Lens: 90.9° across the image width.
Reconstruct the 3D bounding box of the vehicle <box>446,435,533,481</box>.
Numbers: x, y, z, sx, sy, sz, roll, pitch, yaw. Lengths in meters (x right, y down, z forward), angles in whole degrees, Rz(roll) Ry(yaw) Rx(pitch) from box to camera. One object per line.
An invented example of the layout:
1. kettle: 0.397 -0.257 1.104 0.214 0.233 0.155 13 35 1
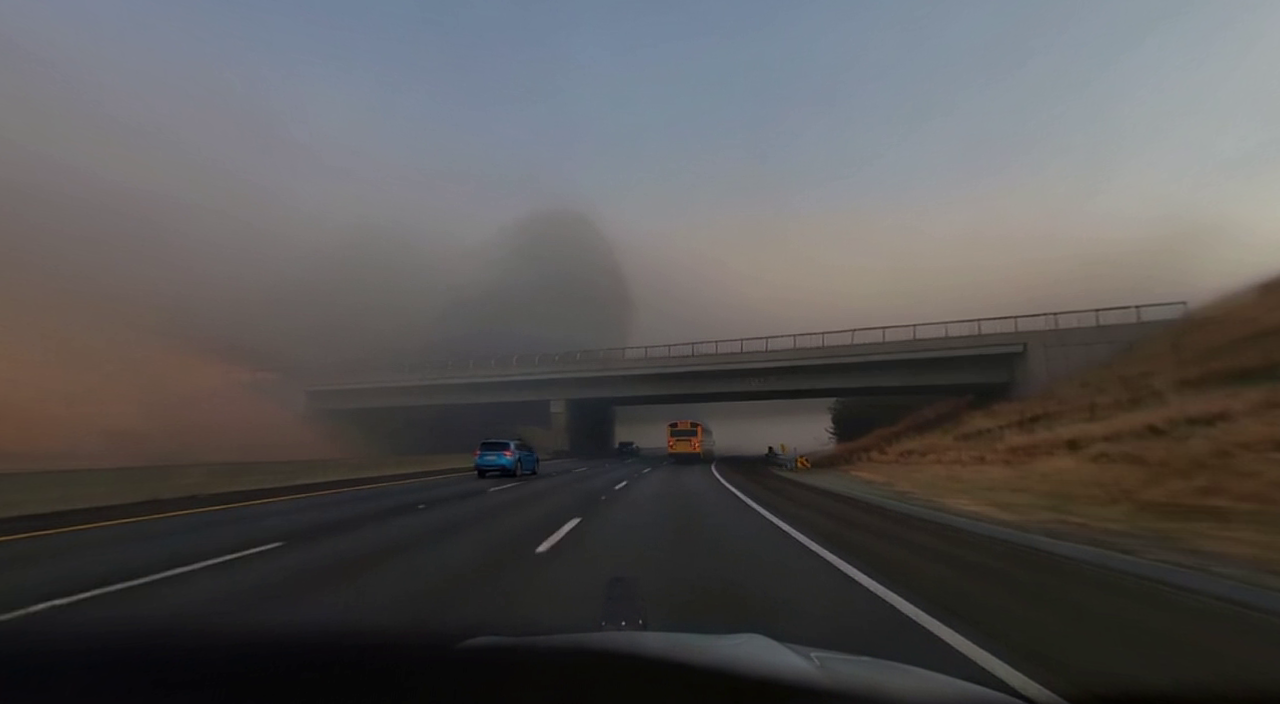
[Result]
1. vehicle: -6.066 4.339 26.083 2.172 1.689 4.625 0 -8 4
